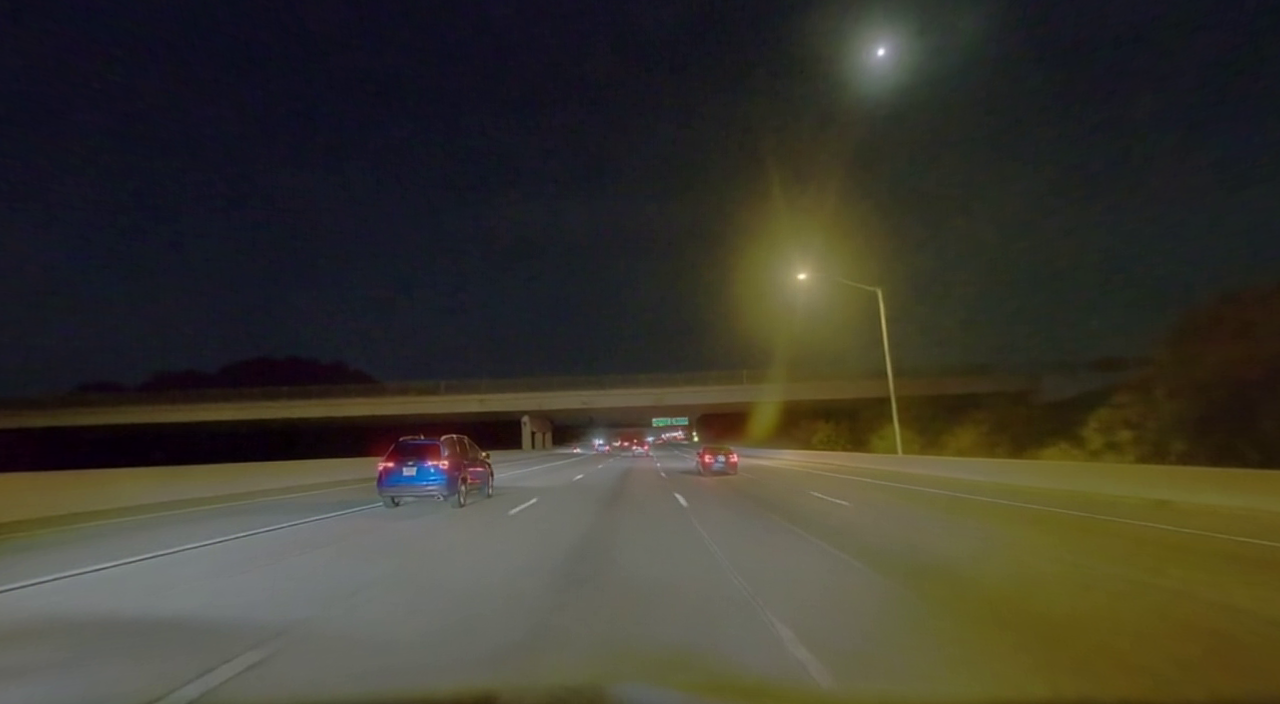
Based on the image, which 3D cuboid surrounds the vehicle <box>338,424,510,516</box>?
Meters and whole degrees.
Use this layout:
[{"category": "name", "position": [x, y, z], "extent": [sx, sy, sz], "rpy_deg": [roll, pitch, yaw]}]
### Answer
[{"category": "vehicle", "position": [-4.367, 2.443, 13.596], "extent": [2.193, 1.641, 4.077], "rpy_deg": [0, -8, 1]}]

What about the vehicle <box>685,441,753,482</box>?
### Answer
[{"category": "vehicle", "position": [2.993, 4.244, 24.889], "extent": [2.083, 1.453, 4.307], "rpy_deg": [0, -8, -1]}]
